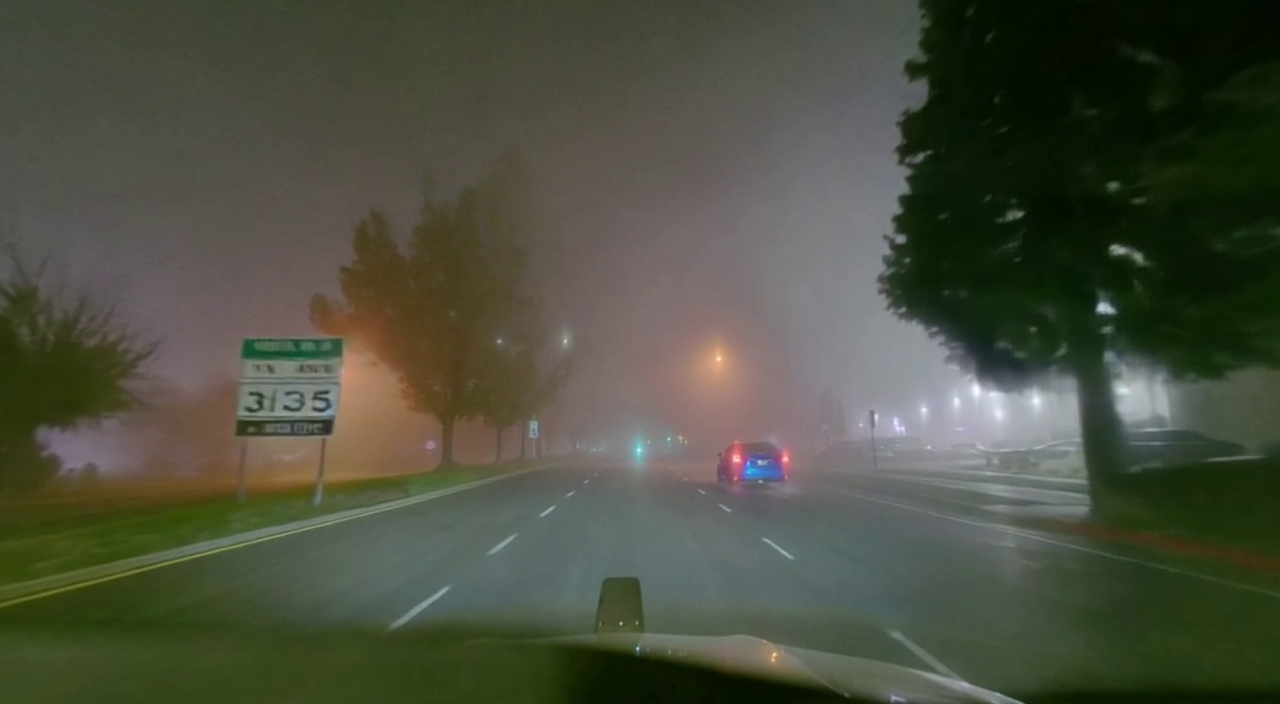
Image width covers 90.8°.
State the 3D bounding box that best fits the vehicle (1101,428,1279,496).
[{"bbox_3d":[15.615,2.950,17.178,4.404,1.687,2.206,0,-8,-2],"label":"vehicle"}]

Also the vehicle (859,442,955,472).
[{"bbox_3d":[15.847,6.221,37.669,4.684,1.448,2.090,-3,-8,-3],"label":"vehicle"}]

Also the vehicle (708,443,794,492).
[{"bbox_3d":[3.695,3.923,21.931,2.033,1.482,4.571,0,-8,-2],"label":"vehicle"}]
